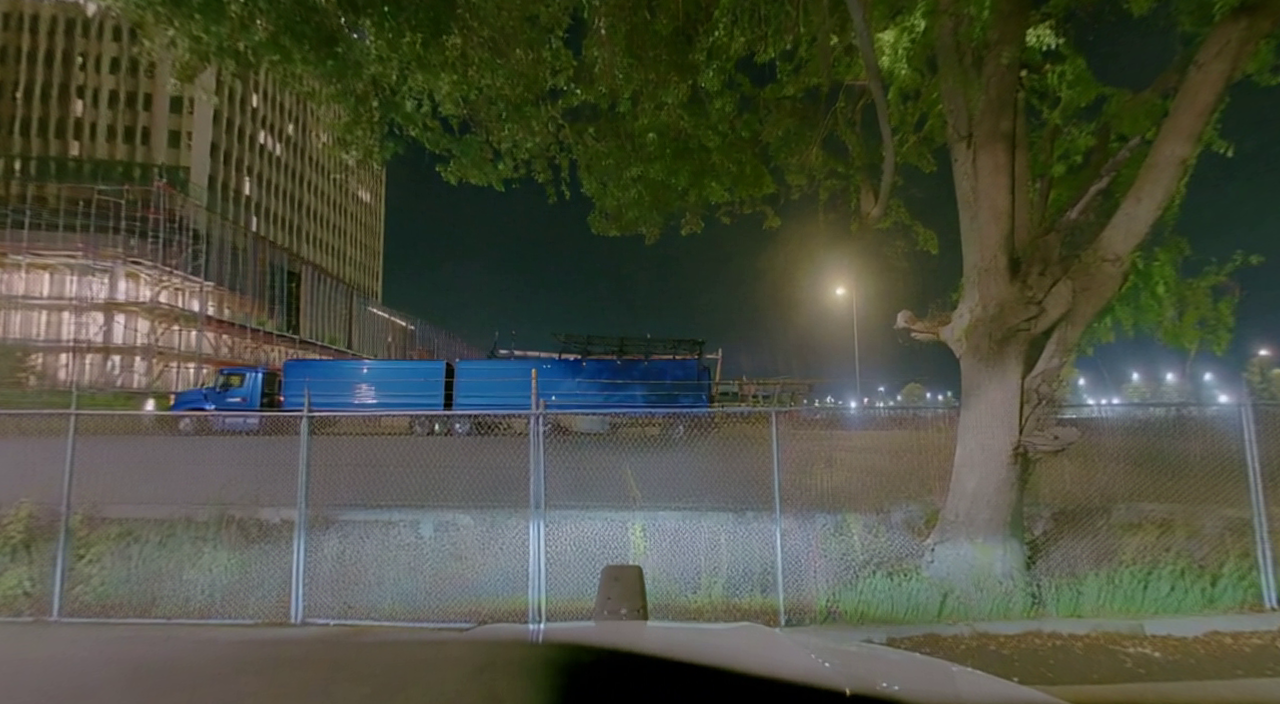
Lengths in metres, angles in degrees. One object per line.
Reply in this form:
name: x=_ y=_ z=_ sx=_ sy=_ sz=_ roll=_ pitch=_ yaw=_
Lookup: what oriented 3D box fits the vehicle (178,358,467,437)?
vehicle: x=-17.206 y=2.652 z=35.230 sx=14.067 sy=4.099 sz=2.832 roll=1 pitch=-9 yaw=-6
